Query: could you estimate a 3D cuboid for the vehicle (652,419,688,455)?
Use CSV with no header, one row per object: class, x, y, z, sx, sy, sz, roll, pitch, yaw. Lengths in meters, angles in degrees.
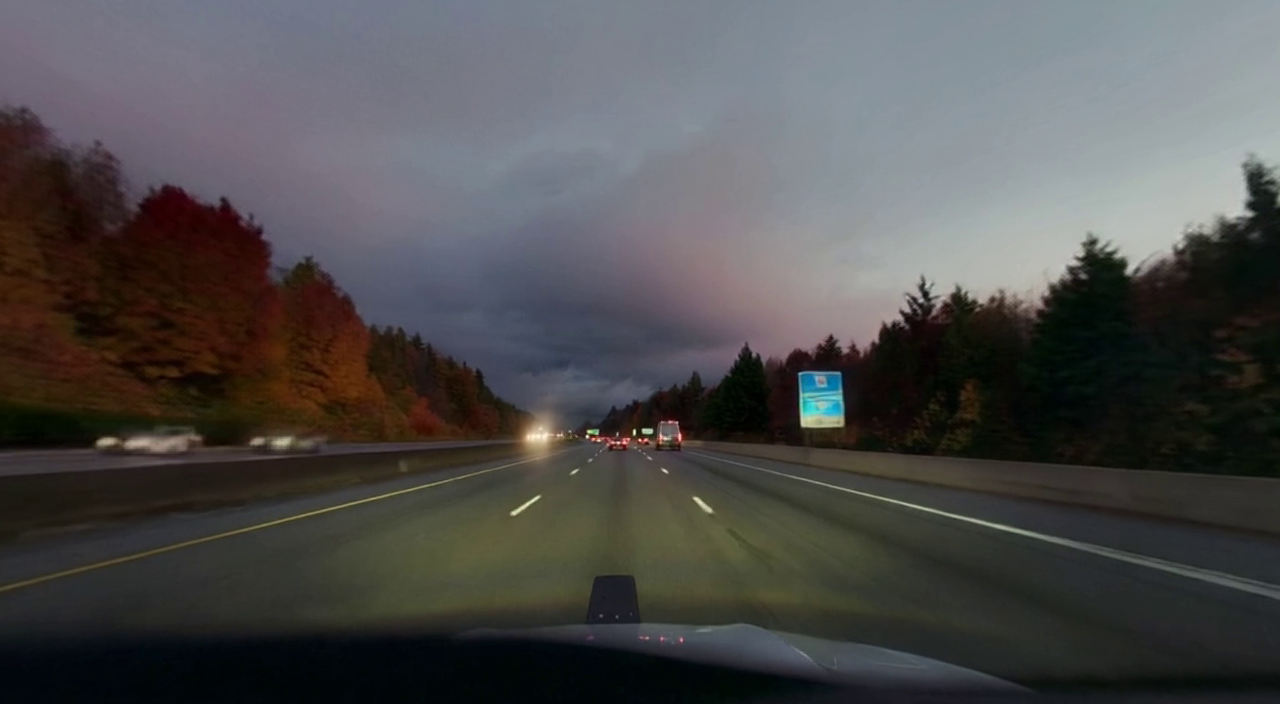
vehicle,2.224,6.647,48.967,2.411,2.614,5.781,0,-8,-1
